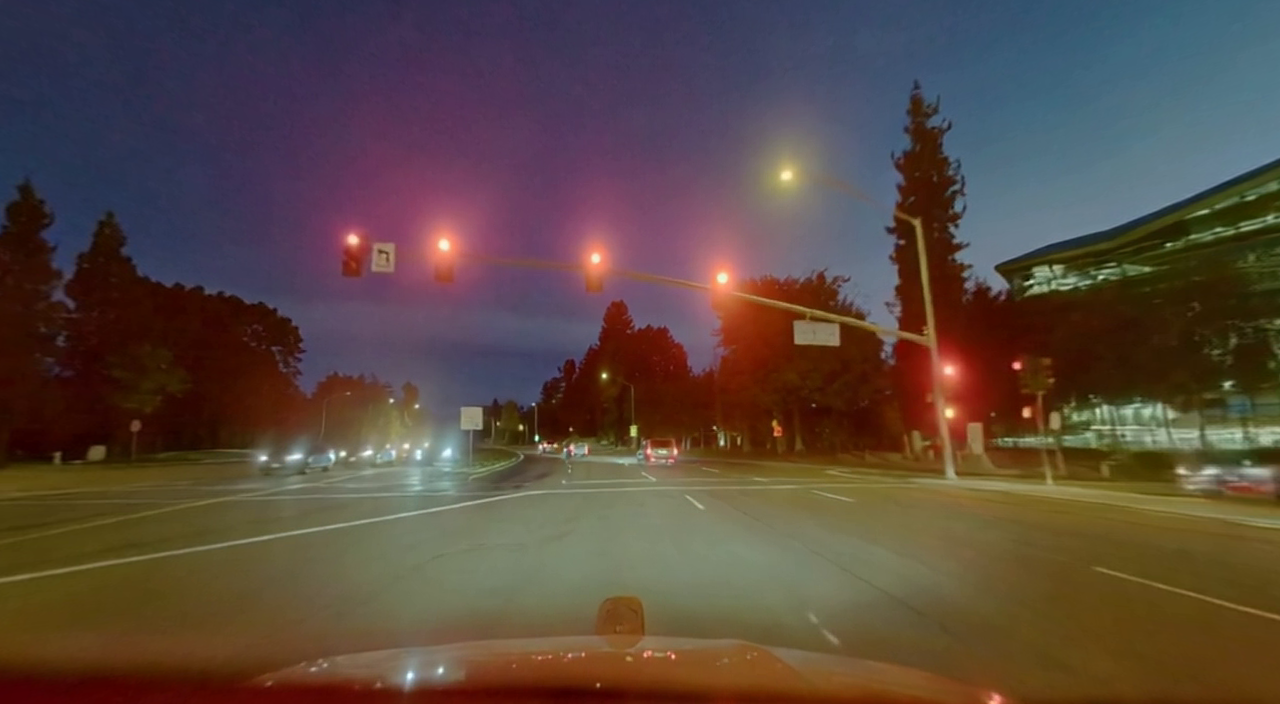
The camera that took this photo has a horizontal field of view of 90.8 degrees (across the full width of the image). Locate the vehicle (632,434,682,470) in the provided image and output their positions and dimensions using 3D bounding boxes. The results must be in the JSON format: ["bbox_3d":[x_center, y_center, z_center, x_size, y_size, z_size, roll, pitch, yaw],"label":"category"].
[{"bbox_3d":[0.826,5.140,32.884,2.024,1.724,3.928,1,-8,-7],"label":"vehicle"}]

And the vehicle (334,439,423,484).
[{"bbox_3d":[-10.332,4.307,25.334,1.961,1.492,4.479,0,-6,-5],"label":"vehicle"}]

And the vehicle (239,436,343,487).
[{"bbox_3d":[-13.245,4.111,24.341,1.989,1.619,4.612,1,-6,-9],"label":"vehicle"}]

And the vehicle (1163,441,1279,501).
[{"bbox_3d":[16.857,3.128,17.021,4.490,1.430,1.996,2,-8,-17],"label":"vehicle"}]

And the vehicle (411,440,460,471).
[{"bbox_3d":[-10.994,5.554,34.153,1.722,1.519,3.826,1,-8,-6],"label":"vehicle"}]
